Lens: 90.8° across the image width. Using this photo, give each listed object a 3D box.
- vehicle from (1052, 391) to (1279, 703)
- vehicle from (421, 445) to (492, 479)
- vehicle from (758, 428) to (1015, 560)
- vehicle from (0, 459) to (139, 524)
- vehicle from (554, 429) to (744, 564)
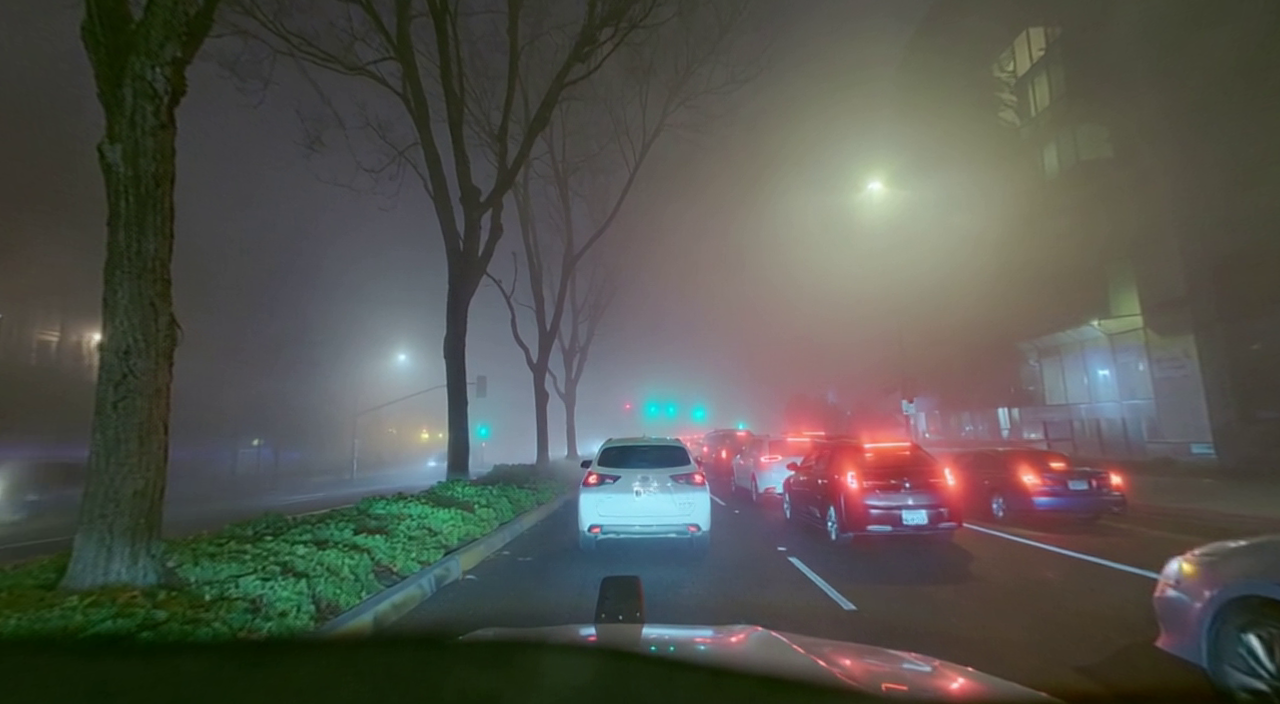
[{"bbox_3d":[3.218,0.709,1.014,1.982,1.491,4.664,0,-8,0],"label":"vehicle"},{"bbox_3d":[-9.100,5.454,31.729,2.000,1.519,4.964,0,-8,1],"label":"vehicle"},{"bbox_3d":[3.258,1.961,9.548,1.995,1.483,4.533,0,-8,-1],"label":"vehicle"},{"bbox_3d":[-16.115,3.634,16.815,1.848,1.447,4.501,0,-8,0],"label":"vehicle"},{"bbox_3d":[0.061,1.906,9.126,2.105,1.474,4.127,0,-8,-1],"label":"vehicle"}]
